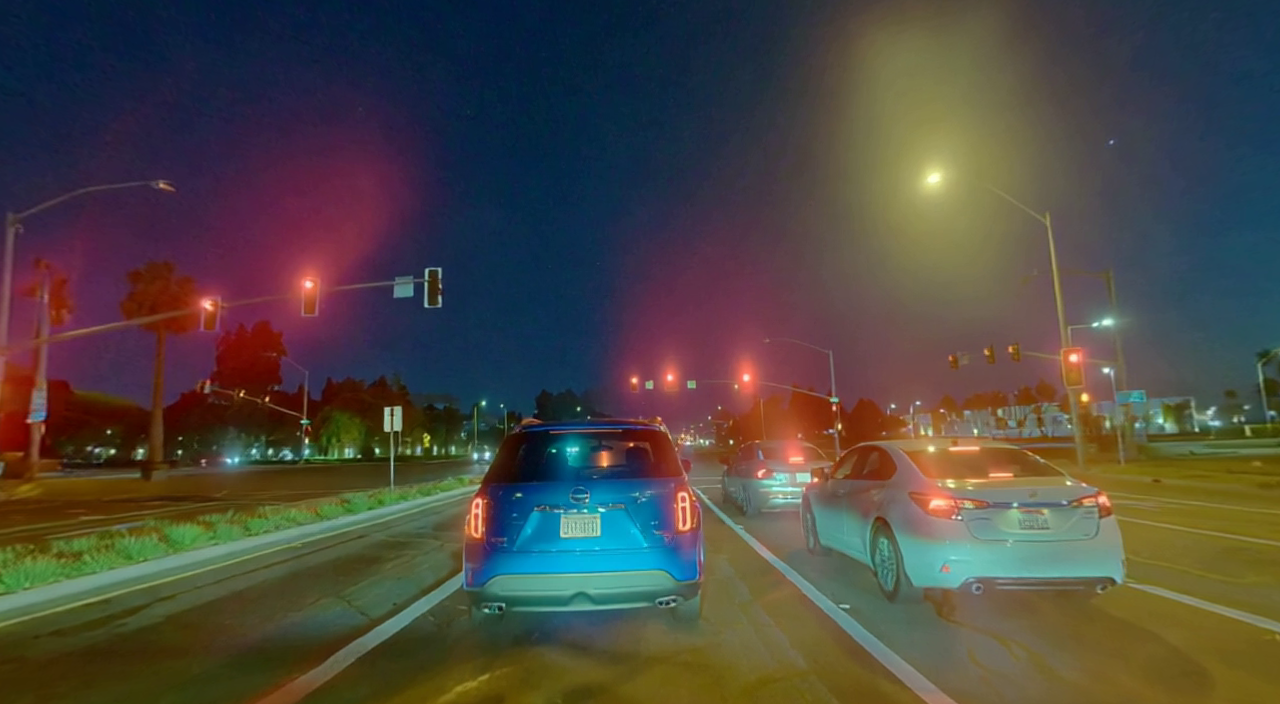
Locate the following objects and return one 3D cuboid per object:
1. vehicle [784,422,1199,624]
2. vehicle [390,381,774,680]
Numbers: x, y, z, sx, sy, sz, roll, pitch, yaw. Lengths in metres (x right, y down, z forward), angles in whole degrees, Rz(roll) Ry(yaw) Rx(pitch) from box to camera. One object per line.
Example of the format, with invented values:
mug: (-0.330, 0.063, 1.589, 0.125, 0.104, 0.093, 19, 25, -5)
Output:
vehicle: (3.128, 1.606, 6.957, 1.971, 1.473, 4.495, 0, -8, 0)
vehicle: (-0.332, 1.315, 5.682, 2.172, 1.694, 4.055, 0, -8, 0)
